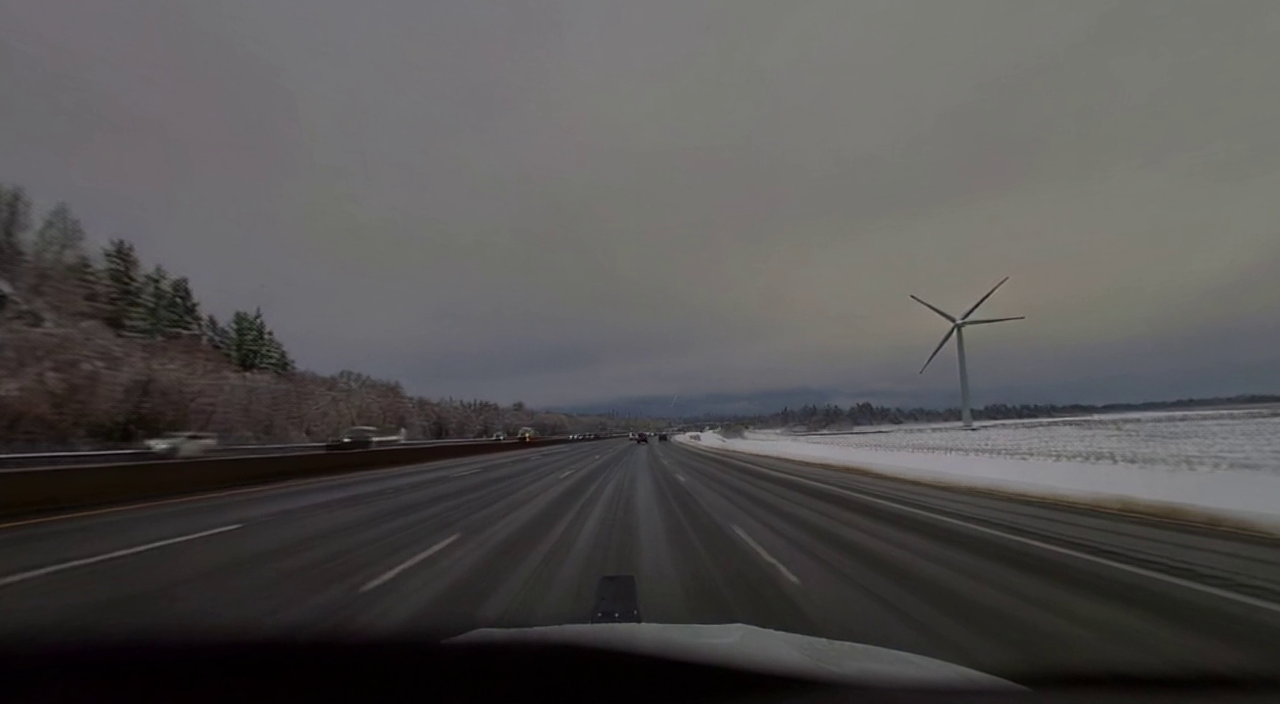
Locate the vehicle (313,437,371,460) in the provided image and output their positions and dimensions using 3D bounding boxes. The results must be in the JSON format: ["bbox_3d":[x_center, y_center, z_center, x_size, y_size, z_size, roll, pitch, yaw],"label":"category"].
[{"bbox_3d":[-19.992,6.455,42.417,1.875,1.456,4.044,0,-8,1],"label":"vehicle"}]

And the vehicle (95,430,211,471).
[{"bbox_3d":[-23.898,4.827,31.172,2.006,1.838,4.631,0,-8,0],"label":"vehicle"}]
